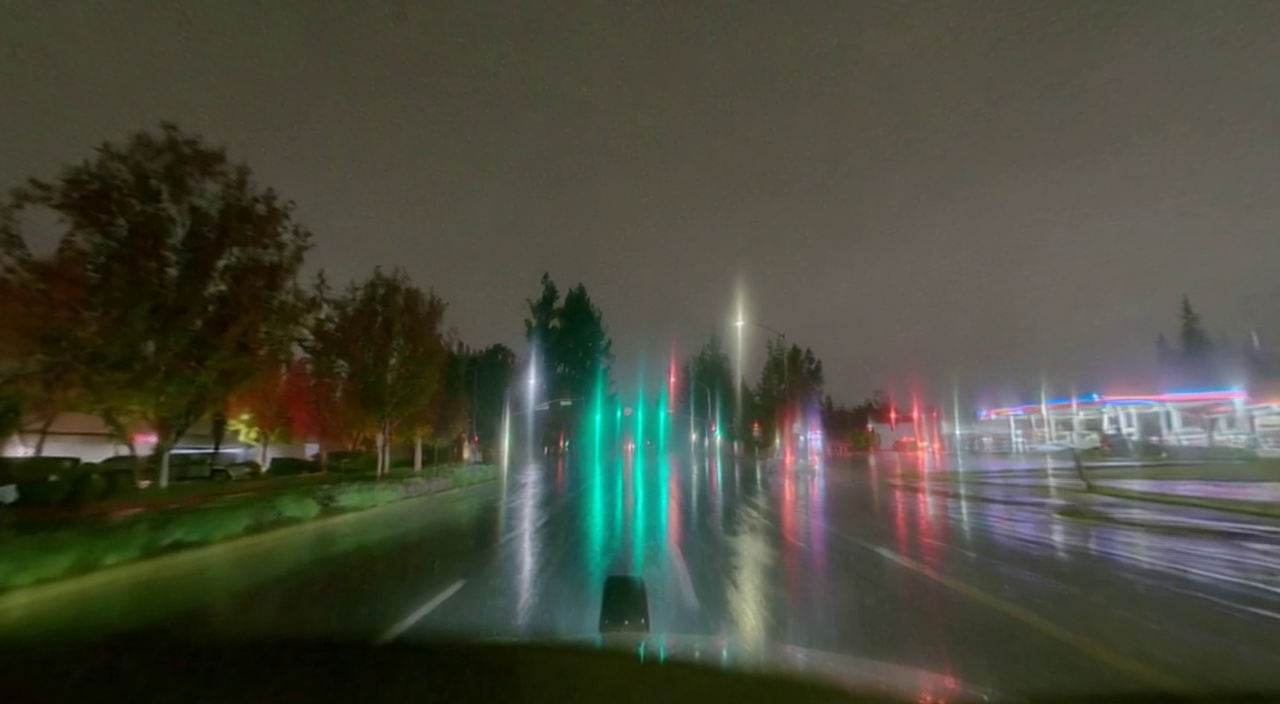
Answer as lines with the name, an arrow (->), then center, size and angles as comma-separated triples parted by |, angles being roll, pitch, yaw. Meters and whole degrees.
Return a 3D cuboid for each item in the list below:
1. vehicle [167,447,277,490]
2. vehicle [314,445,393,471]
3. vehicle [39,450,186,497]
vehicle -> -24.180, 6.712, 36.594 | 5.040, 2.072, 1.949 | -3, -6, 0
vehicle -> -22.584, 8.344, 49.865 | 5.215, 1.887, 2.213 | 0, -9, -8
vehicle -> -23.758, 5.460, 28.526 | 4.634, 1.977, 2.282 | -1, -9, 3
